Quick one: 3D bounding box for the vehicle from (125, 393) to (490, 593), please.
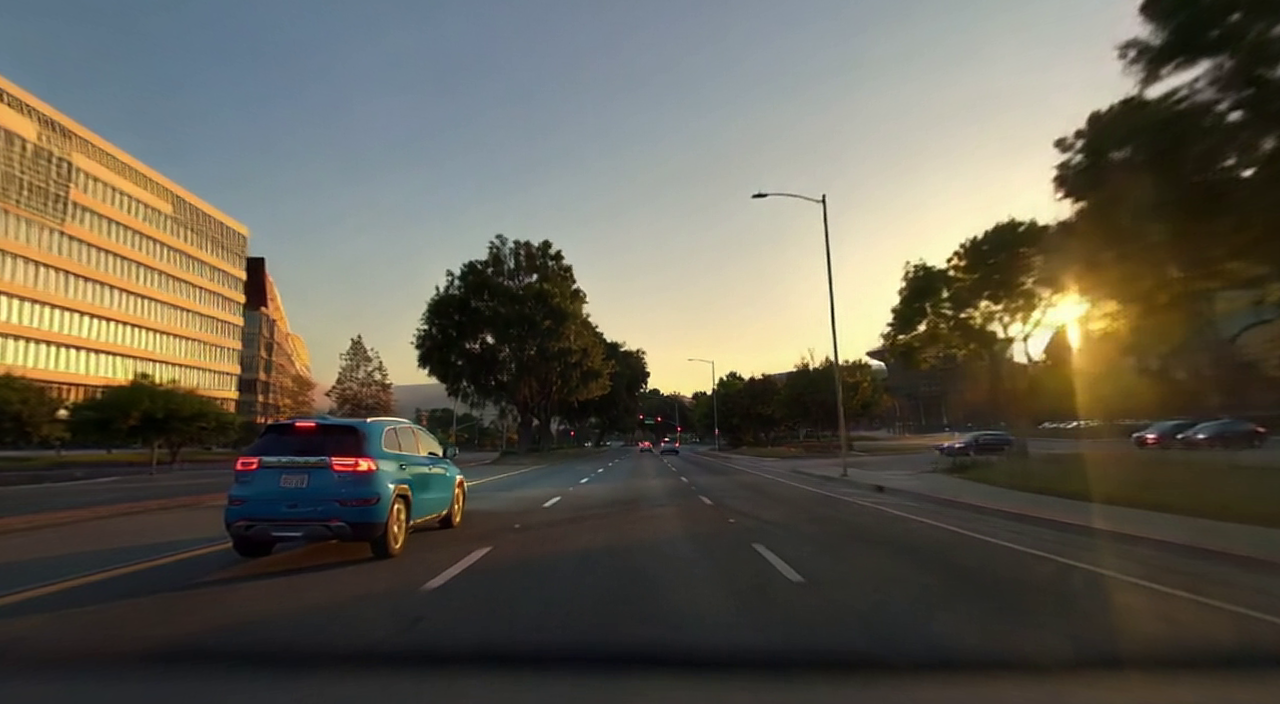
[{"bbox_3d":[-3.414,1.546,7.753,2.033,1.713,4.503,0,-8,0],"label":"vehicle"}]

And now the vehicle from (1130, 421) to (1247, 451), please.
[{"bbox_3d":[39.042,6.067,45.040,2.117,2.004,5.795,2,-9,-22],"label":"vehicle"}]

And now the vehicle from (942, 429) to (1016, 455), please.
[{"bbox_3d":[23.258,6.163,43.260,4.000,1.458,1.640,-5,-6,0],"label":"vehicle"}]
